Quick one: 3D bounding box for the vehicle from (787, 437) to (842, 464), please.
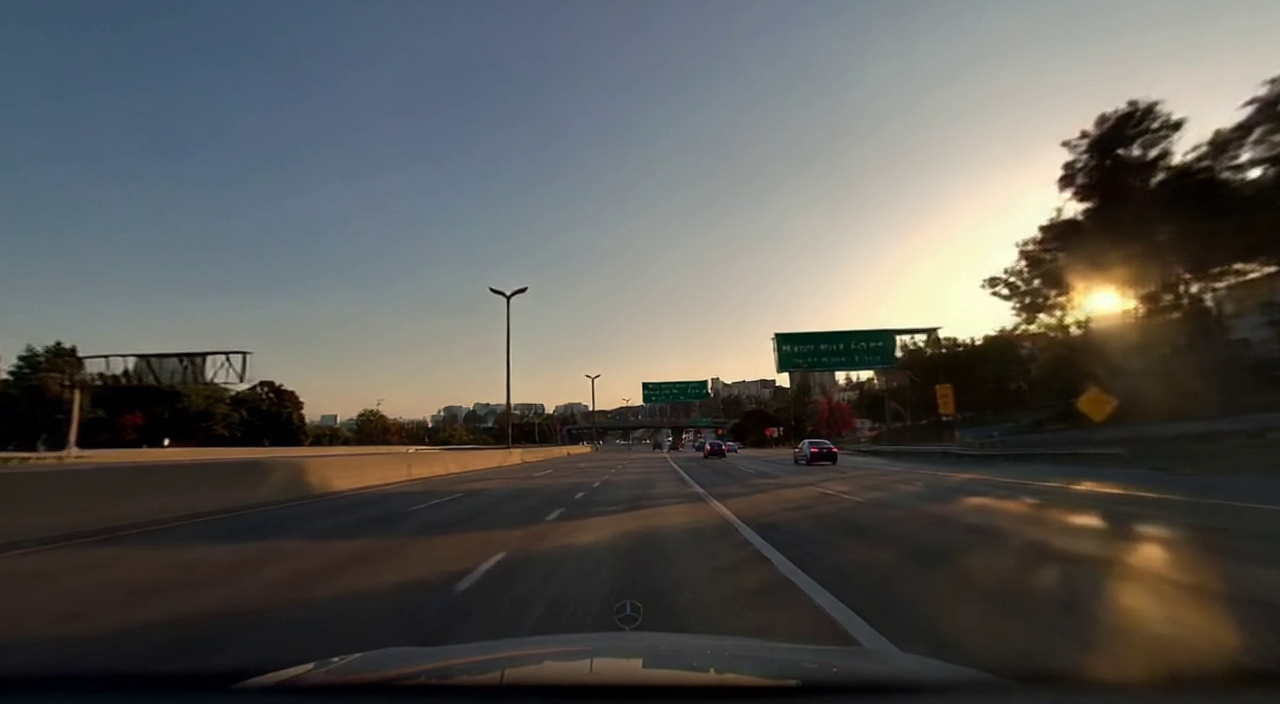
[{"bbox_3d":[10.496,5.951,38.348,2.000,1.514,4.585,0,-8,0],"label":"vehicle"}]
